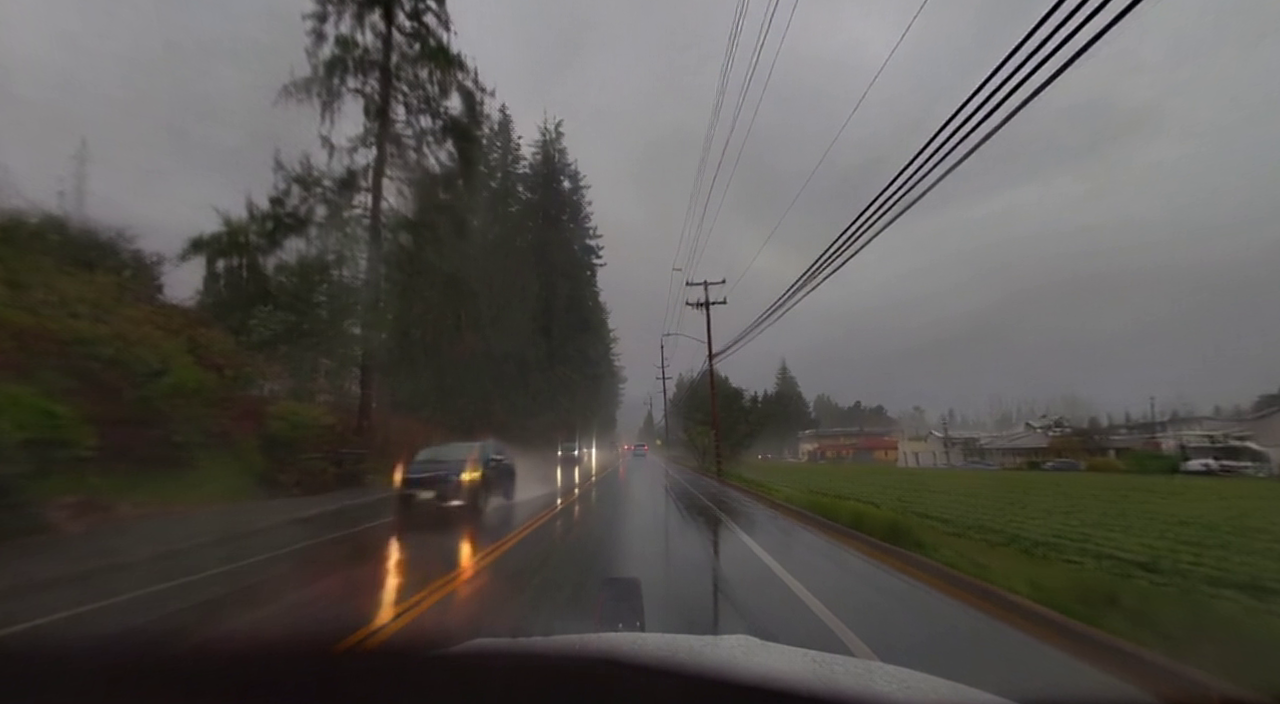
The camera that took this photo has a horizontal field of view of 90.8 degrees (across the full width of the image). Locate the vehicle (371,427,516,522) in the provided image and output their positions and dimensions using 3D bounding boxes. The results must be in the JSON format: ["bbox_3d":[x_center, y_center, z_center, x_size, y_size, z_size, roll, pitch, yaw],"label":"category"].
[{"bbox_3d":[-4.269,2.715,14.569,1.968,1.813,4.409,0,-8,-1],"label":"vehicle"}]

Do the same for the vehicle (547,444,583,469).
[{"bbox_3d":[-5.288,7.430,45.118,2.114,1.712,4.340,0,-8,-2],"label":"vehicle"}]
